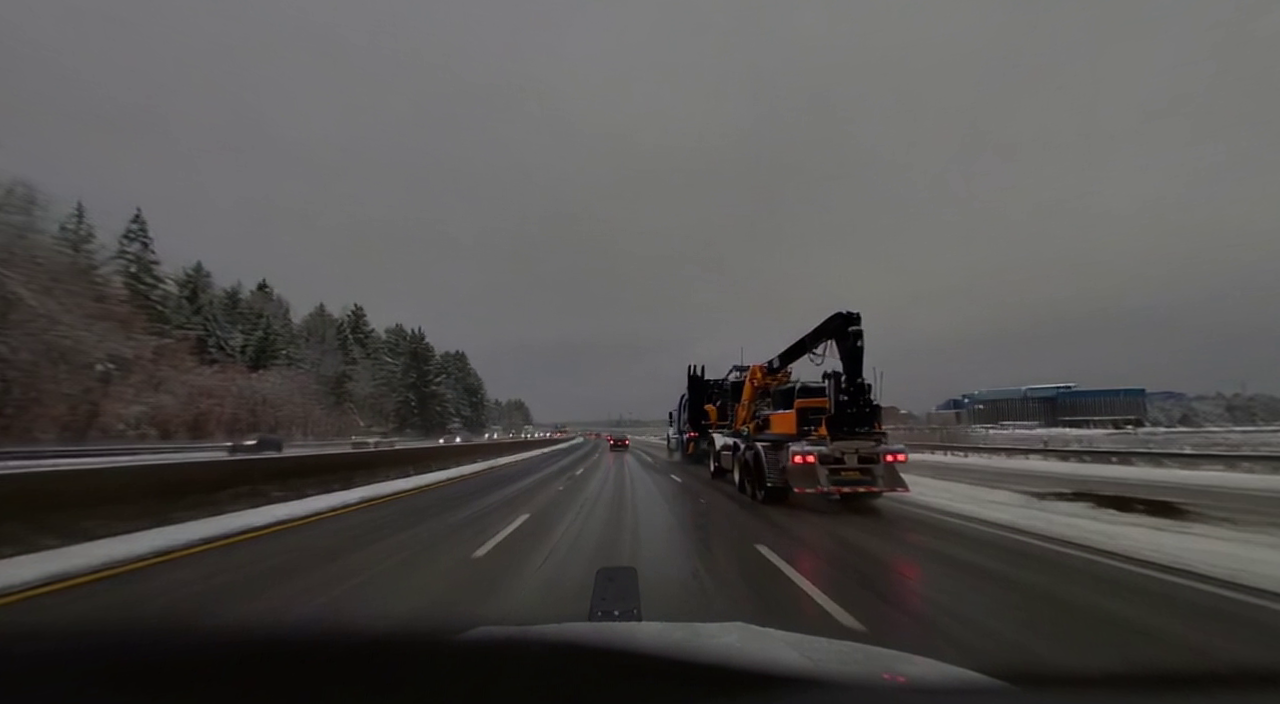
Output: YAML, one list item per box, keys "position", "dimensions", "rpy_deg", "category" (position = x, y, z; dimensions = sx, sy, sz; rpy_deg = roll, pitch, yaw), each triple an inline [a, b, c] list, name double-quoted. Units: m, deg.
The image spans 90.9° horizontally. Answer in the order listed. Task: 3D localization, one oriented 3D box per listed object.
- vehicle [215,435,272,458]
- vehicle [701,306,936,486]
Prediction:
- position: [-26.592, 6.336, 42.386]
  dimensions: [1.708, 1.442, 3.465]
  rpy_deg: [1, -8, -3]
  category: "vehicle"
- position: [3.553, 1.294, 15.203]
  dimensions: [2.833, 3.180, 8.004]
  rpy_deg: [1, -8, -4]
  category: "vehicle"
